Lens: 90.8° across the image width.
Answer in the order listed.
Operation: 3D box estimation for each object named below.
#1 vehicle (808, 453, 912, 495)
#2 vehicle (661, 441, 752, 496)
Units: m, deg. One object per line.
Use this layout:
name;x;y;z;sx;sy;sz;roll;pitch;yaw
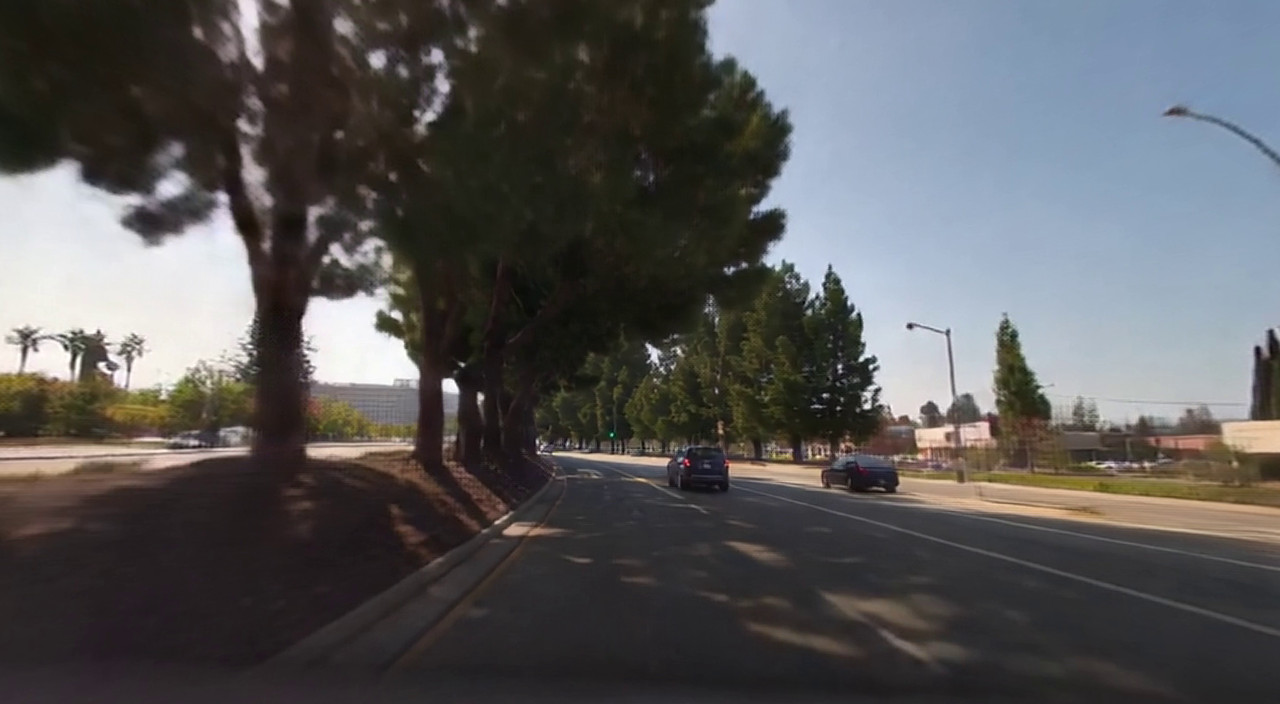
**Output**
vehicle;8.494;4.732;24.937;1.940;1.460;4.652;1;-9;-7
vehicle;2.092;3.856;21.356;2.122;1.646;4.525;1;-9;-6
